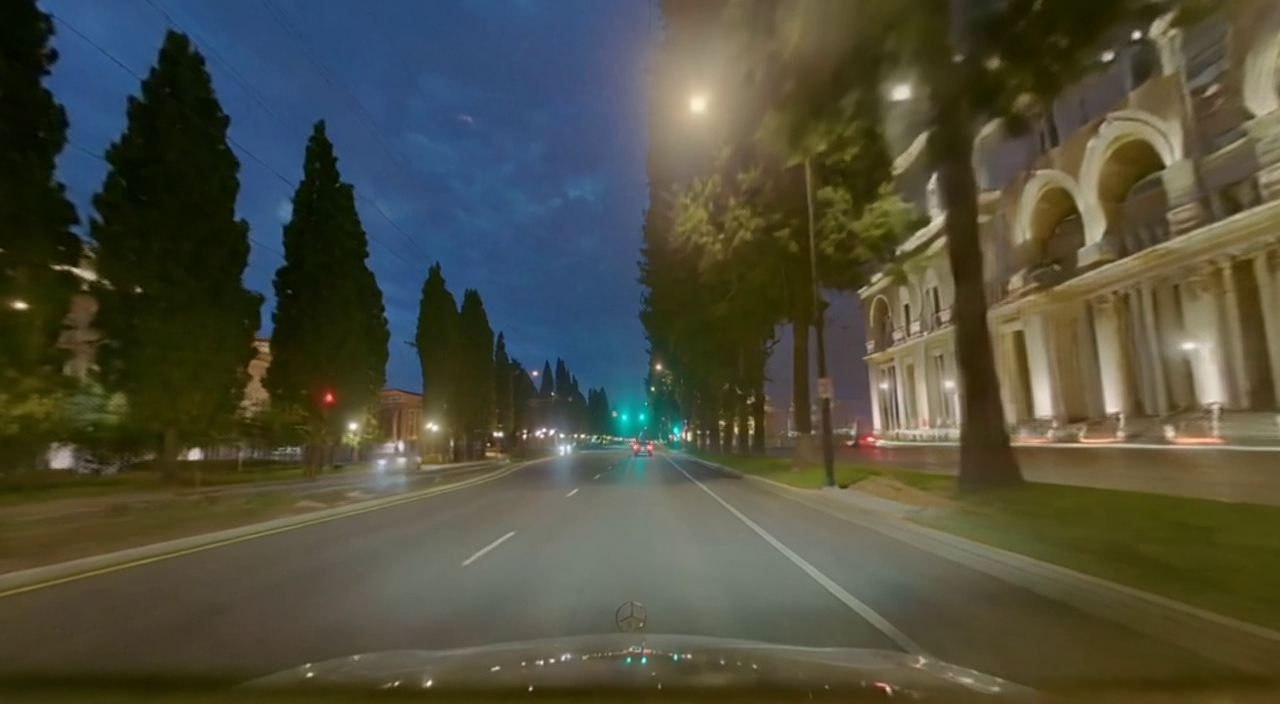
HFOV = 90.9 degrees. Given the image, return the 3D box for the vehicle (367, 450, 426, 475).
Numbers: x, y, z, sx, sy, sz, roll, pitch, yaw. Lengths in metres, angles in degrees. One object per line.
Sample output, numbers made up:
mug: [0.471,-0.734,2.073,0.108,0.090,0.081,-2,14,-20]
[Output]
vehicle: [-15.887,7.232,41.369,1.872,1.490,4.810,-1,-9,1]

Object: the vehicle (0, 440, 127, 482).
vehicle: [-36.482,6.699,39.057,2.132,2.424,6.702,-6,-10,31]
